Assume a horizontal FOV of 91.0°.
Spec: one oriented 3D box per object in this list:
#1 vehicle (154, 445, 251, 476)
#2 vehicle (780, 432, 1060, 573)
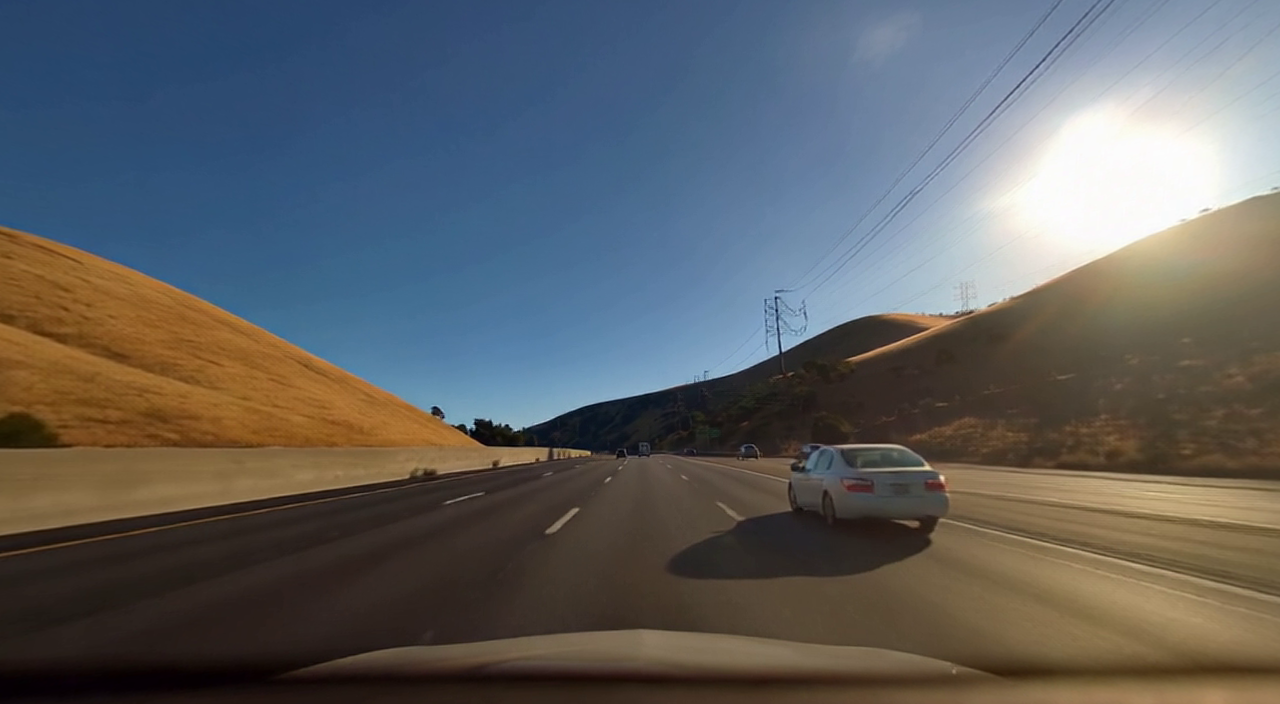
[{"bbox_3d":[-29.379,7.261,42.629,2.246,1.933,5.916,0,-8,1],"label":"vehicle"},{"bbox_3d":[3.603,2.006,9.244,2.086,1.542,4.355,0,-8,0],"label":"vehicle"}]
